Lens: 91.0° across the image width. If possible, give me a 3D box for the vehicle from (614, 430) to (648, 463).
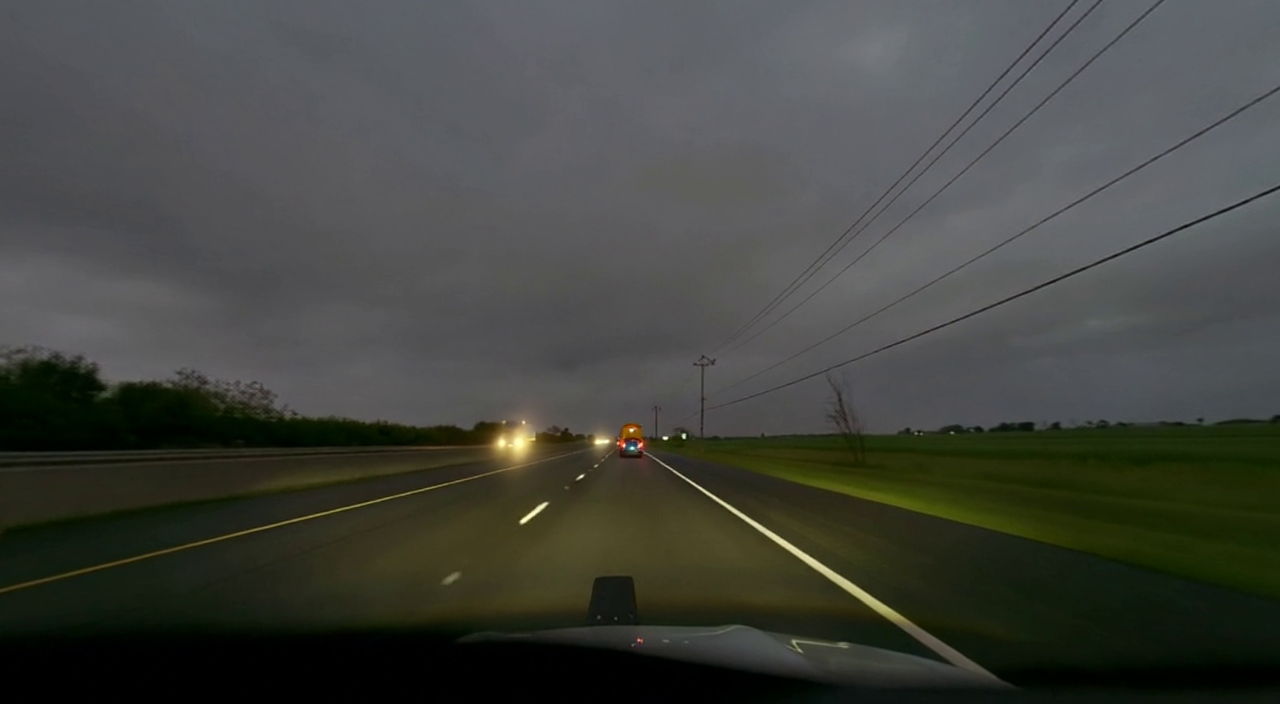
[{"bbox_3d":[-0.664,6.534,43.620,2.240,2.129,4.480,0,-8,-2],"label":"vehicle"}]
